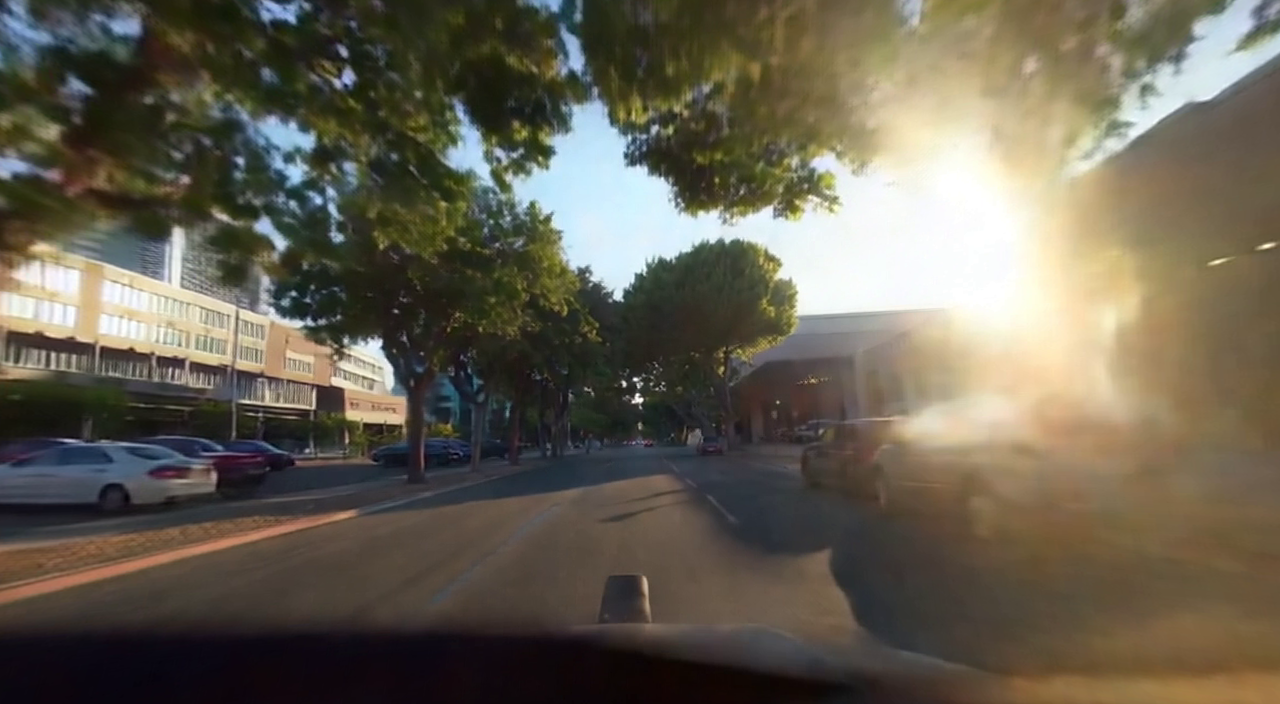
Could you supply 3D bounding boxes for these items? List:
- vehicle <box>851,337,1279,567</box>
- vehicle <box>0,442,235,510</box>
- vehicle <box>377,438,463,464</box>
[{"bbox_3d":[5.751,1.529,10.071,2.596,2.509,6.178,0,-8,0],"label":"vehicle"},{"bbox_3d":[-13.138,2.950,15.229,5.269,1.491,2.133,-1,-8,2],"label":"vehicle"},{"bbox_3d":[-14.548,6.600,42.000,4.954,1.614,2.227,0,-9,-5],"label":"vehicle"}]
